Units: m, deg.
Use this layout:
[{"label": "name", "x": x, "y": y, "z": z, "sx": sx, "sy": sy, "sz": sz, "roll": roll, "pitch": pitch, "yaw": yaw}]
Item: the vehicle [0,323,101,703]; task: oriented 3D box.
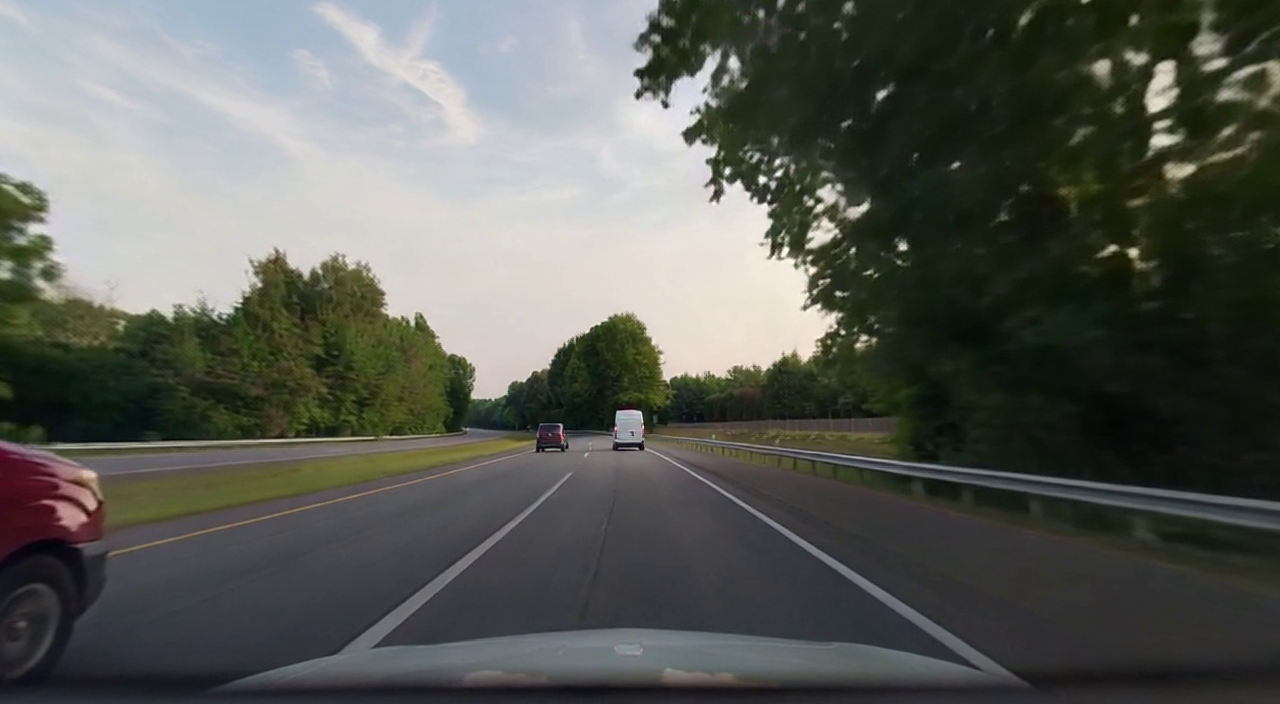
[{"label": "vehicle", "x": -3.904, "y": 0.495, "z": 0.921, "sx": 2.069, "sy": 1.751, "sz": 4.720, "roll": 0, "pitch": -8, "yaw": -1}]

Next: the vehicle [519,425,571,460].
[{"label": "vehicle", "x": -4.836, "y": 4.684, "z": 32.748, "sx": 2.110, "sy": 1.636, "sz": 4.453, "roll": 0, "pitch": -8, "yaw": -2}]

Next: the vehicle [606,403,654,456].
[{"label": "vehicle", "x": -0.719, "y": 4.714, "z": 38.024, "sx": 2.647, "sy": 2.896, "sz": 6.480, "roll": 0, "pitch": -8, "yaw": -3}]
